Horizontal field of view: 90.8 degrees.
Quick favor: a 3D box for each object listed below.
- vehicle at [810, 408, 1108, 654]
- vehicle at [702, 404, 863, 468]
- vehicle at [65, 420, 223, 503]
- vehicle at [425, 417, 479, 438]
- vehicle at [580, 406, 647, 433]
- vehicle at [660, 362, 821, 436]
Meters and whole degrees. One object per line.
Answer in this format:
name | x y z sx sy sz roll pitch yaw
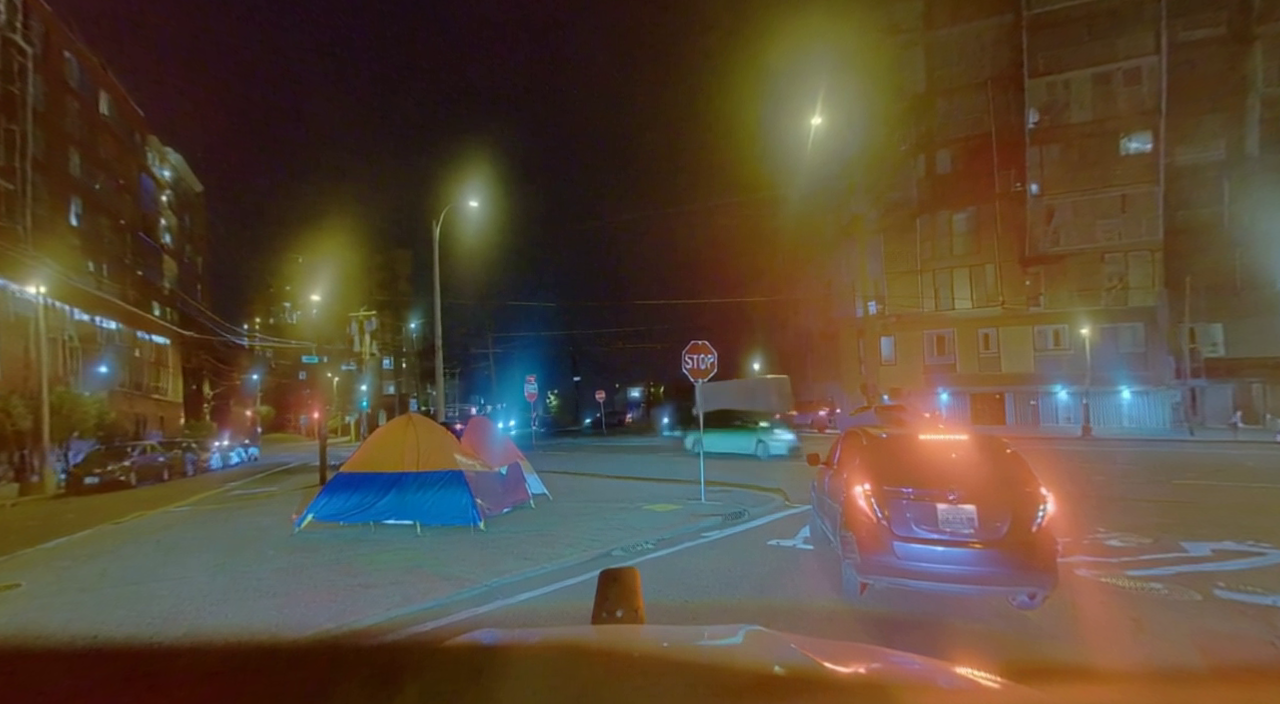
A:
vehicle | 3.409 1.541 6.603 1.945 1.647 4.160 -6 -10 32
vehicle | 4.218 2.571 19.107 4.320 1.724 1.870 -7 -11 40
vehicle | -12.259 2.701 15.980 1.987 1.686 3.971 -1 -8 -21
vehicle | -14.434 5.820 48.387 2.089 1.506 4.641 7 -11 -41
vehicle | -1.734 4.293 39.827 1.790 1.468 4.422 7 -11 -41
vehicle | 4.551 2.399 29.801 7.172 3.075 2.584 -7 -10 41
